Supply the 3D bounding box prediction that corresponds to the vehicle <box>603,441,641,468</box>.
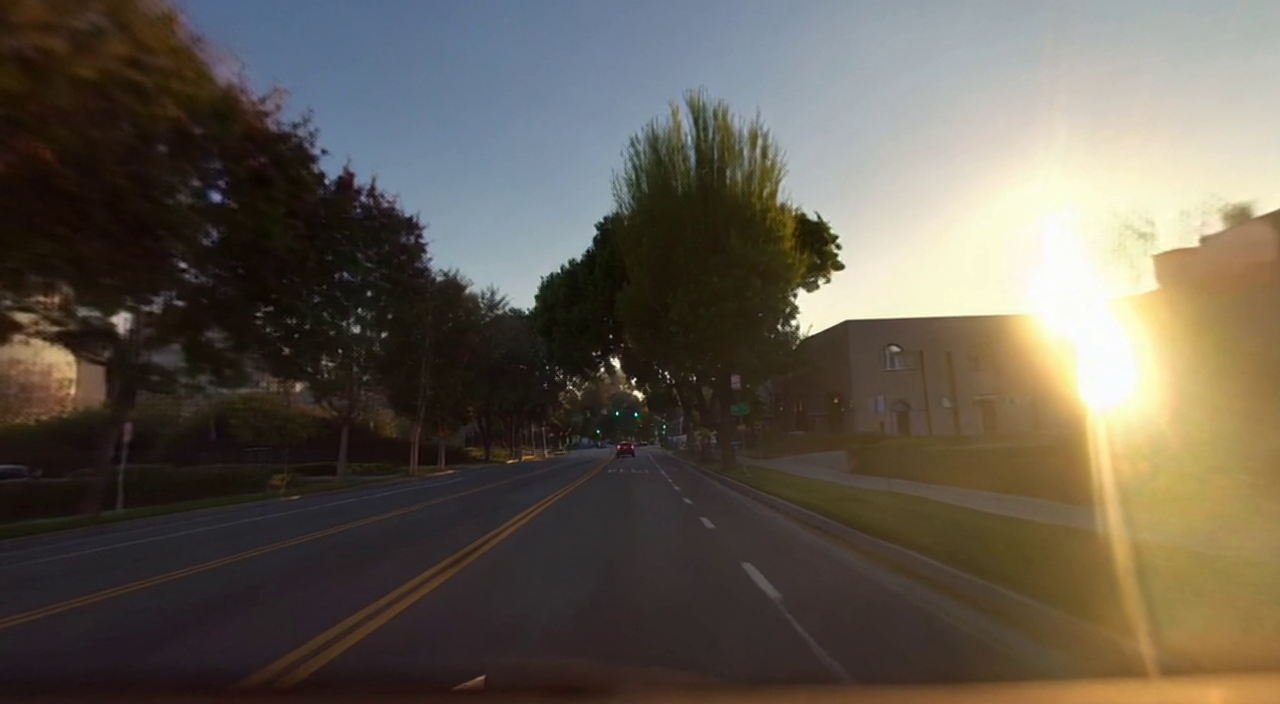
[{"bbox_3d":[-1.118,6.101,37.856,2.131,1.474,4.146,0,-8,-3],"label":"vehicle"}]
